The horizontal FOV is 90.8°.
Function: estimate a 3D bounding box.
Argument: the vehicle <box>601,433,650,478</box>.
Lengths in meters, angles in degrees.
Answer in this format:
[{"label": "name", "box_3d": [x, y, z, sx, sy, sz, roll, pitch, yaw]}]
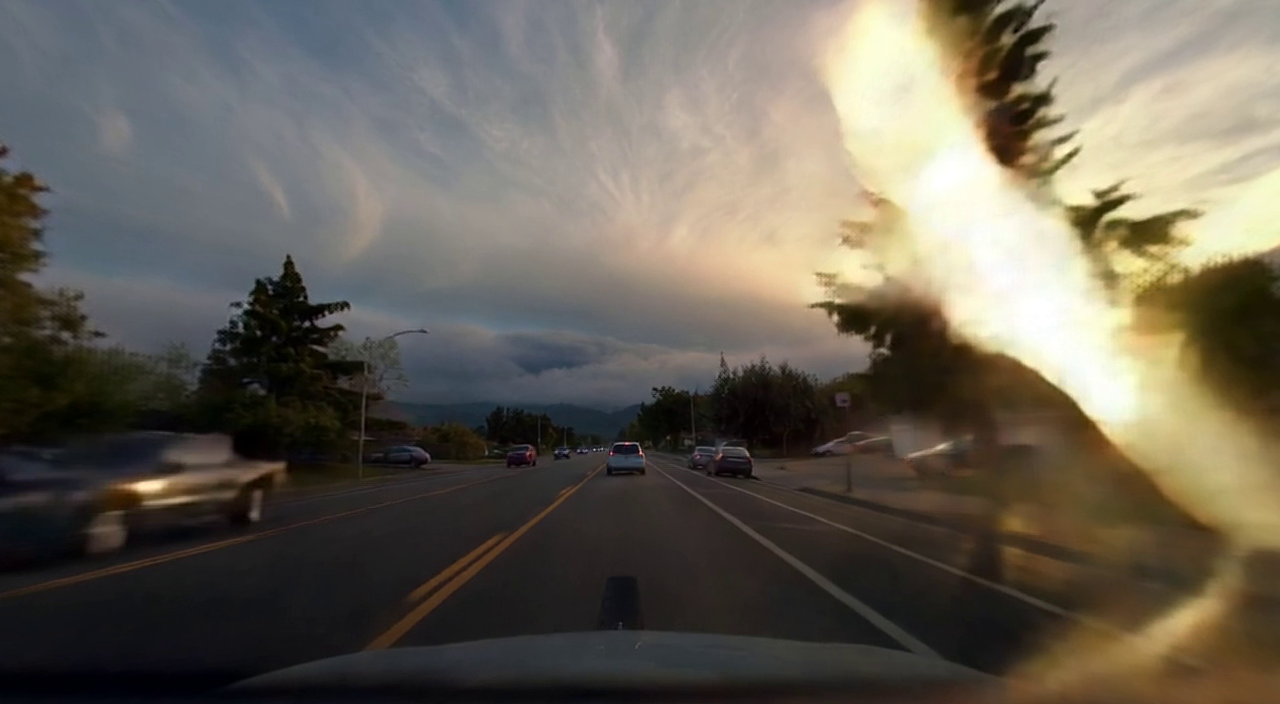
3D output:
[{"label": "vehicle", "box_3d": [-0.647, 4.930, 30.235, 2.153, 1.942, 4.767, 0, -8, -1]}]

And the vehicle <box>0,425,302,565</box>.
[{"label": "vehicle", "box_3d": [-8.201, 2.254, 10.856, 2.114, 1.811, 4.949, 0, -8, -1]}]

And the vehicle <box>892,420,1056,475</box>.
[{"label": "vehicle", "box_3d": [12.331, 3.556, 23.597, 4.870, 1.926, 2.094, 0, -9, -1]}]

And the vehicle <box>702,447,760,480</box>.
[{"label": "vehicle", "box_3d": [4.321, 5.353, 30.730, 1.963, 1.469, 4.709, 0, -9, -2]}]

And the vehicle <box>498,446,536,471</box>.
[{"label": "vehicle", "box_3d": [-8.764, 7.613, 45.474, 1.945, 1.712, 4.240, 0, -8, -1]}]
